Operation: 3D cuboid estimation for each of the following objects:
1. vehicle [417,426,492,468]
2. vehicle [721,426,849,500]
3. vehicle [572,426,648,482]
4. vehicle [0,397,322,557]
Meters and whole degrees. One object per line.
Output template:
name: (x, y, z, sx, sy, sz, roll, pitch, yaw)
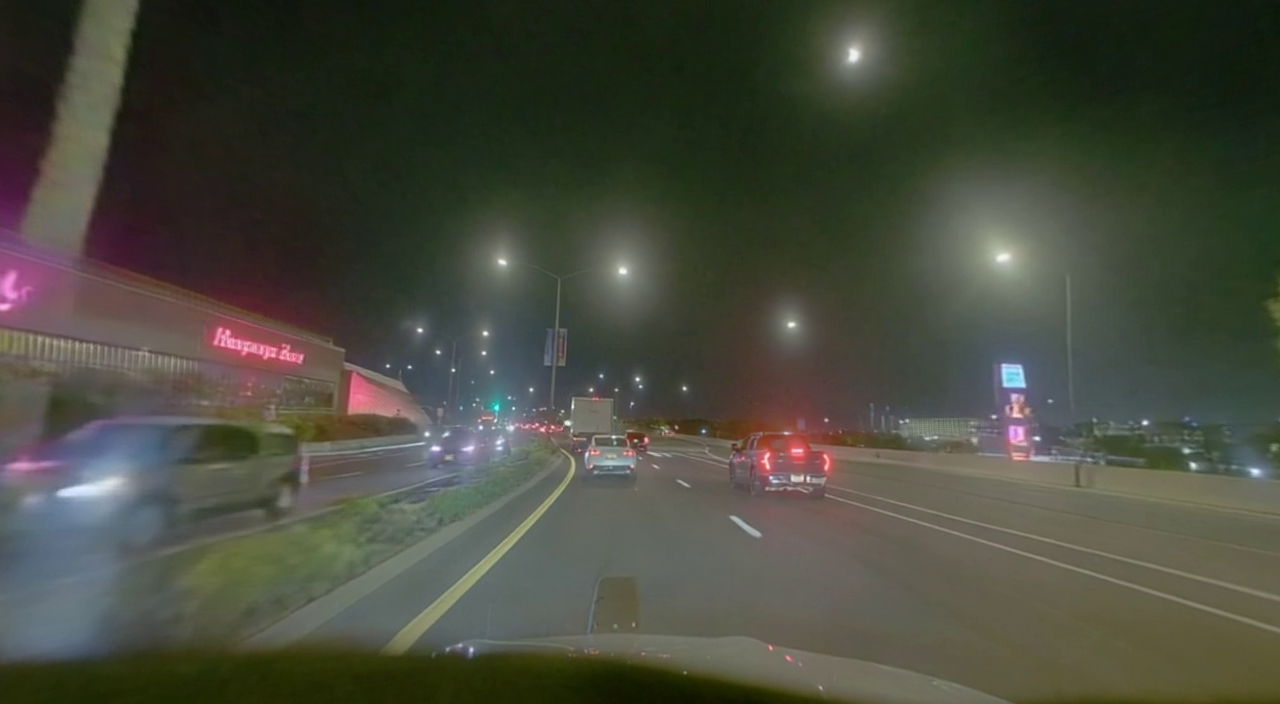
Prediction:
vehicle: (-7.342, 3.792, 25.418, 2.007, 1.532, 4.266, 1, -8, -4)
vehicle: (3.257, 2.555, 14.978, 1.889, 1.480, 3.876, 1, -8, -4)
vehicle: (-0.938, 2.945, 18.491, 1.991, 1.472, 3.518, 1, -8, -4)
vehicle: (-6.290, 1.550, 8.526, 1.966, 1.616, 4.038, 1, -8, -3)
